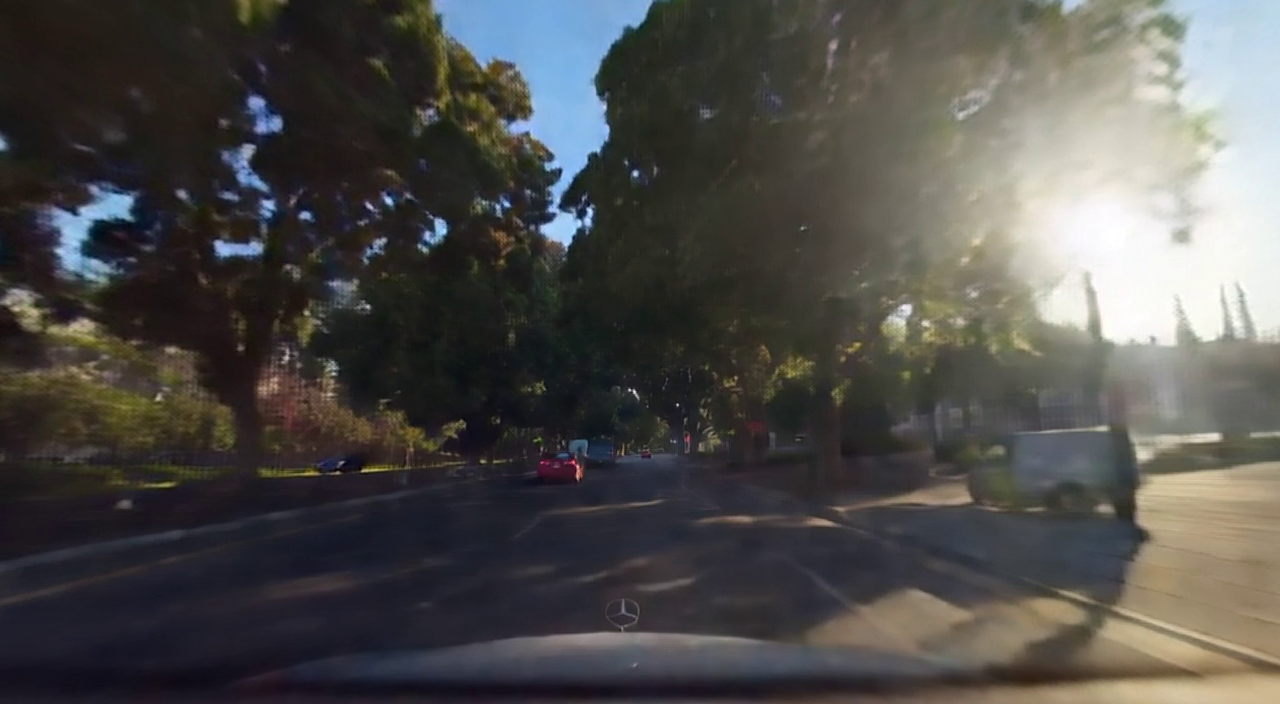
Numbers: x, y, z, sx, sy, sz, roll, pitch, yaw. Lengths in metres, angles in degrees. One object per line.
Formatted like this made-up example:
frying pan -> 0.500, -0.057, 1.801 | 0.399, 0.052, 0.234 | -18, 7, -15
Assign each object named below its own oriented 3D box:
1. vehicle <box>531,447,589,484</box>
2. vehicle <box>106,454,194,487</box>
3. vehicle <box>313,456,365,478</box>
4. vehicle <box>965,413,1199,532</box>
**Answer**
vehicle -> -3.400, 4.915, 27.627 | 2.009, 1.473, 4.028 | 0, -9, 0
vehicle -> -32.801, 8.052, 42.534 | 2.140, 1.763, 5.276 | 2, -15, -7
vehicle -> -22.800, 8.725, 48.079 | 1.817, 1.499, 4.440 | 0, -9, -1
vehicle -> 7.045, 1.934, 10.463 | 1.596, 1.654, 2.920 | 0, -9, -2
